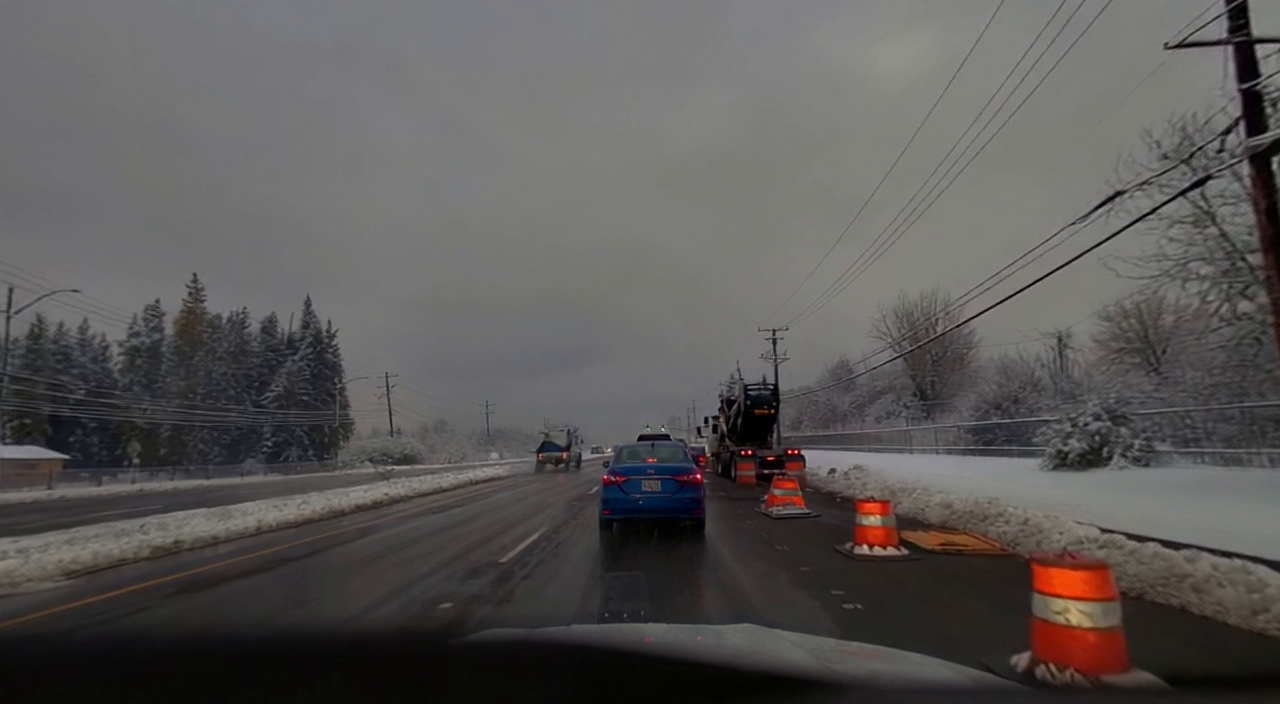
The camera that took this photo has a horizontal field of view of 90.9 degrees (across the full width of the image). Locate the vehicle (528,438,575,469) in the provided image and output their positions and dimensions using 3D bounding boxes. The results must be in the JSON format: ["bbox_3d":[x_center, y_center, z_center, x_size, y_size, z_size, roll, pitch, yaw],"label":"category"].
[{"bbox_3d":[-5.135,5.971,37.241,1.963,1.721,4.467,-1,-8,3],"label":"vehicle"}]

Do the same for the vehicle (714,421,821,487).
[{"bbox_3d":[4.255,3.575,22.392,2.555,2.017,6.201,0,-8,1],"label":"vehicle"}]

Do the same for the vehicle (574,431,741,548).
[{"bbox_3d":[0.232,2.081,10.245,2.128,1.473,4.272,0,-8,0],"label":"vehicle"}]
